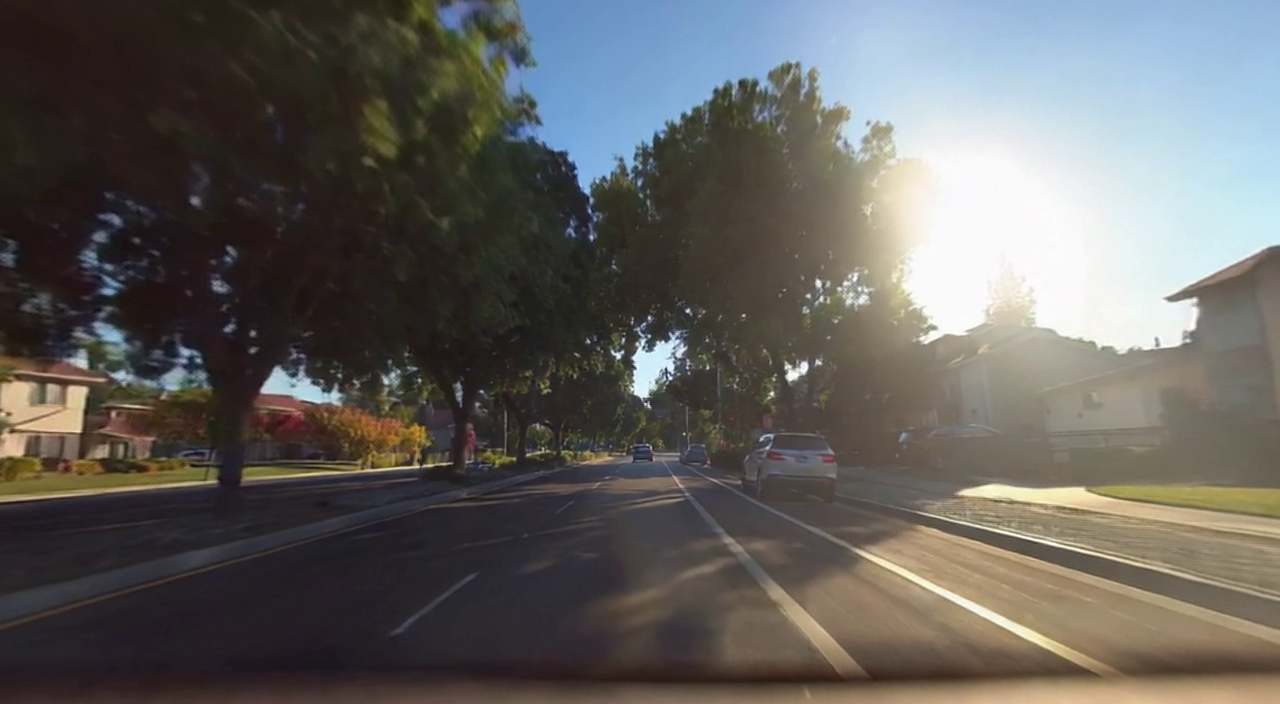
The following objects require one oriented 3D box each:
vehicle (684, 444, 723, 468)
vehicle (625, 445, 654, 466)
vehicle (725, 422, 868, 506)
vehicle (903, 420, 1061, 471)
[{"bbox_3d":[4.212,7.023,42.380,2.069,1.491,4.676,1,-9,-1],"label":"vehicle"},{"bbox_3d":[-0.034,7.628,46.391,2.054,1.456,4.003,0,-8,1],"label":"vehicle"},{"bbox_3d":[3.790,2.853,16.478,2.203,1.828,5.336,0,-9,-2],"label":"vehicle"},{"bbox_3d":[12.724,3.491,23.615,4.694,1.622,2.067,-2,-7,1],"label":"vehicle"}]
